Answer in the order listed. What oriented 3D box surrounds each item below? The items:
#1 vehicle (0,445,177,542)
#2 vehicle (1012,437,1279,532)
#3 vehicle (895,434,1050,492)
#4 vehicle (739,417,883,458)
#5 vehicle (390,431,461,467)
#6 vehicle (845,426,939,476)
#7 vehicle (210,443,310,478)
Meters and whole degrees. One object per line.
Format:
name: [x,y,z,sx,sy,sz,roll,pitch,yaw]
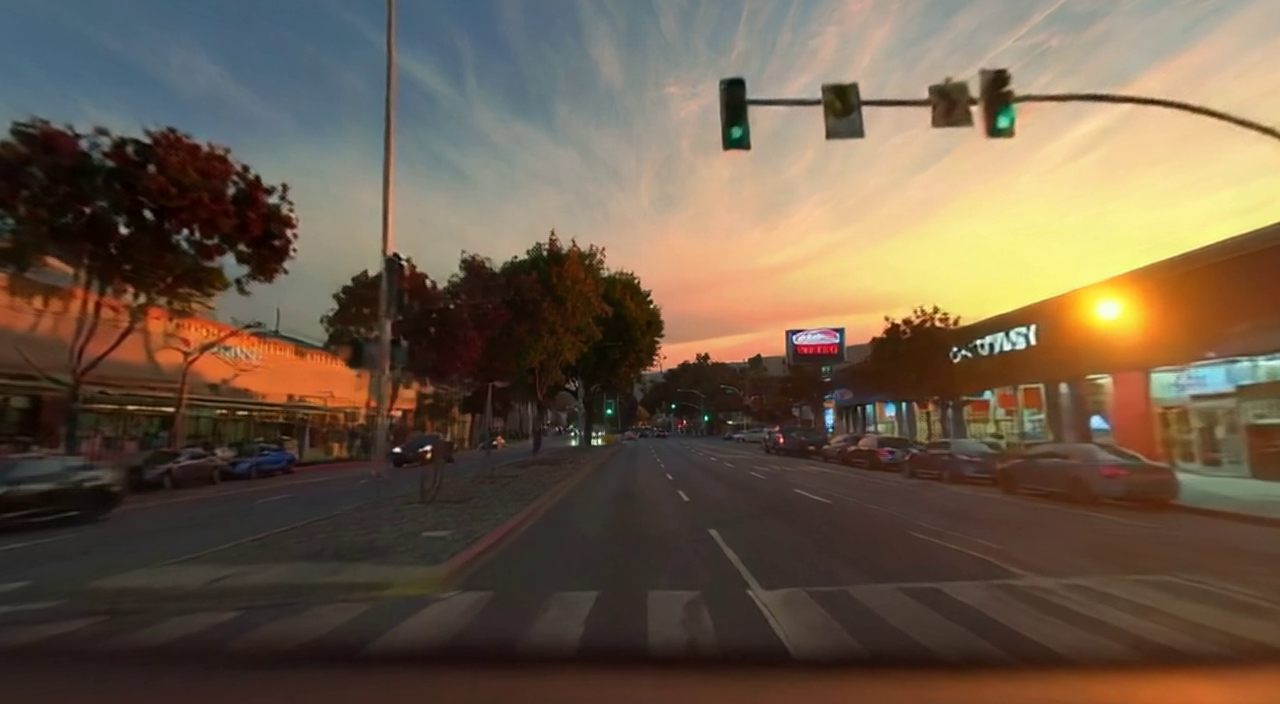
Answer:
vehicle: [-10.977,2.417,11.233,1.943,1.501,4.626,0,-8,0]
vehicle: [9.677,2.454,12.402,1.948,1.483,4.645,0,-8,1]
vehicle: [9.781,3.296,19.143,1.913,1.492,4.787,0,-9,-3]
vehicle: [9.819,5.177,37.510,6.229,2.004,6.552,-1,-9,-6]
vehicle: [-11.013,5.009,32.797,2.027,1.722,4.471,0,-8,0]
vehicle: [9.926,3.928,25.294,1.925,1.808,4.255,0,-9,0]
vehicle: [-18.036,5.147,30.262,1.951,1.524,4.409,0,-9,1]
